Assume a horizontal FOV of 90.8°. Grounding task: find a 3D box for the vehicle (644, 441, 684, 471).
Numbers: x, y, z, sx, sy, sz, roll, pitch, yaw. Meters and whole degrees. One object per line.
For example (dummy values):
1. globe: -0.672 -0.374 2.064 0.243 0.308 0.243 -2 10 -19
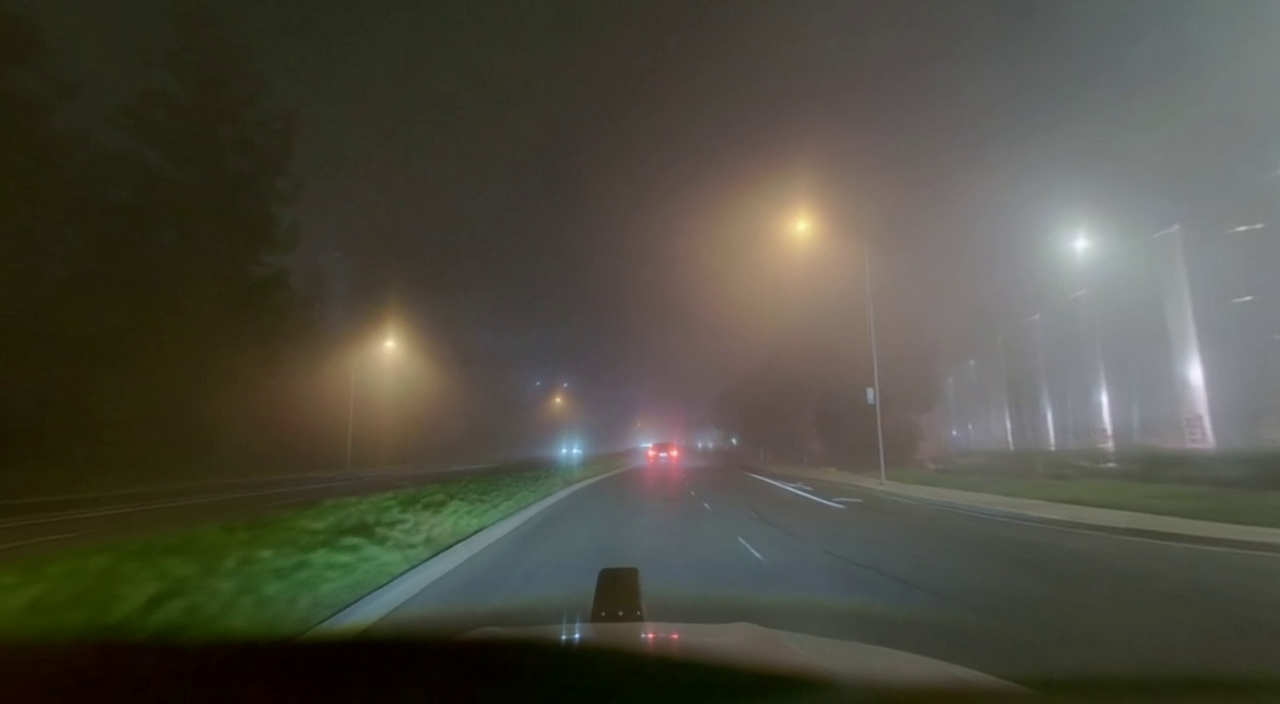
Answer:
1. vehicle: 1.365 5.840 35.635 2.158 1.600 3.865 0 -8 2
